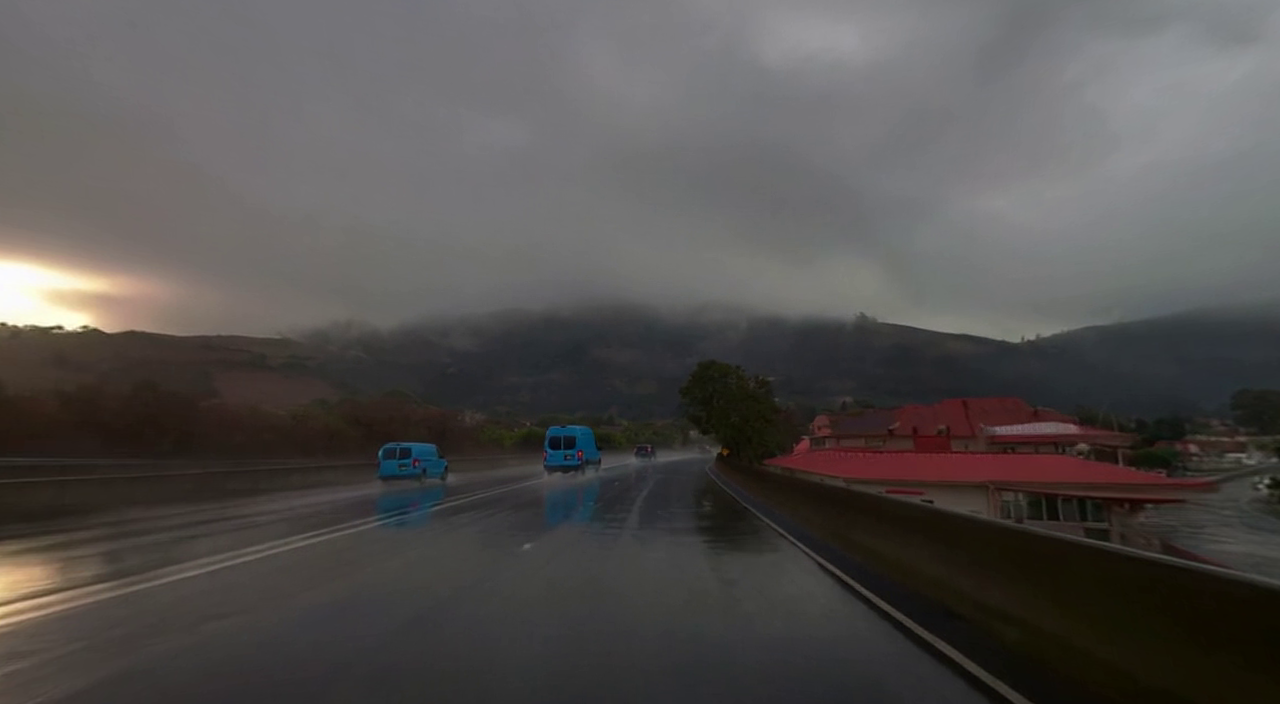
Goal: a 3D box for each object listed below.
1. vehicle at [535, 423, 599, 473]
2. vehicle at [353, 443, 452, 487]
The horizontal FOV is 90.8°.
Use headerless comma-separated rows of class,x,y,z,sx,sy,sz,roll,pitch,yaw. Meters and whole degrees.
vehicle,-4.225,5.766,37.835,2.314,2.703,6.441,-1,-9,7
vehicle,-9.005,4.311,24.438,1.821,1.524,4.342,-1,-9,5
